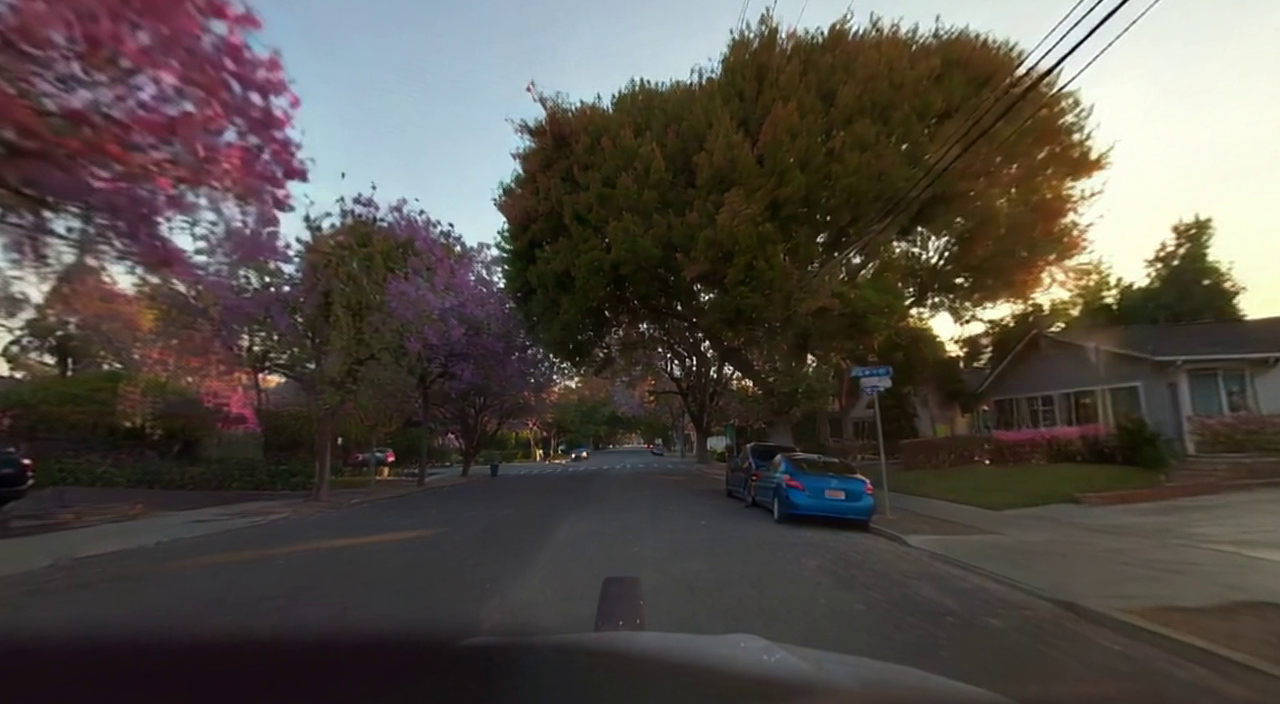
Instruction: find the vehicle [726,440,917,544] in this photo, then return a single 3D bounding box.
[{"bbox_3d":[2.878,2.312,11.214,2.022,1.455,4.406,0,-8,-1],"label":"vehicle"}]
